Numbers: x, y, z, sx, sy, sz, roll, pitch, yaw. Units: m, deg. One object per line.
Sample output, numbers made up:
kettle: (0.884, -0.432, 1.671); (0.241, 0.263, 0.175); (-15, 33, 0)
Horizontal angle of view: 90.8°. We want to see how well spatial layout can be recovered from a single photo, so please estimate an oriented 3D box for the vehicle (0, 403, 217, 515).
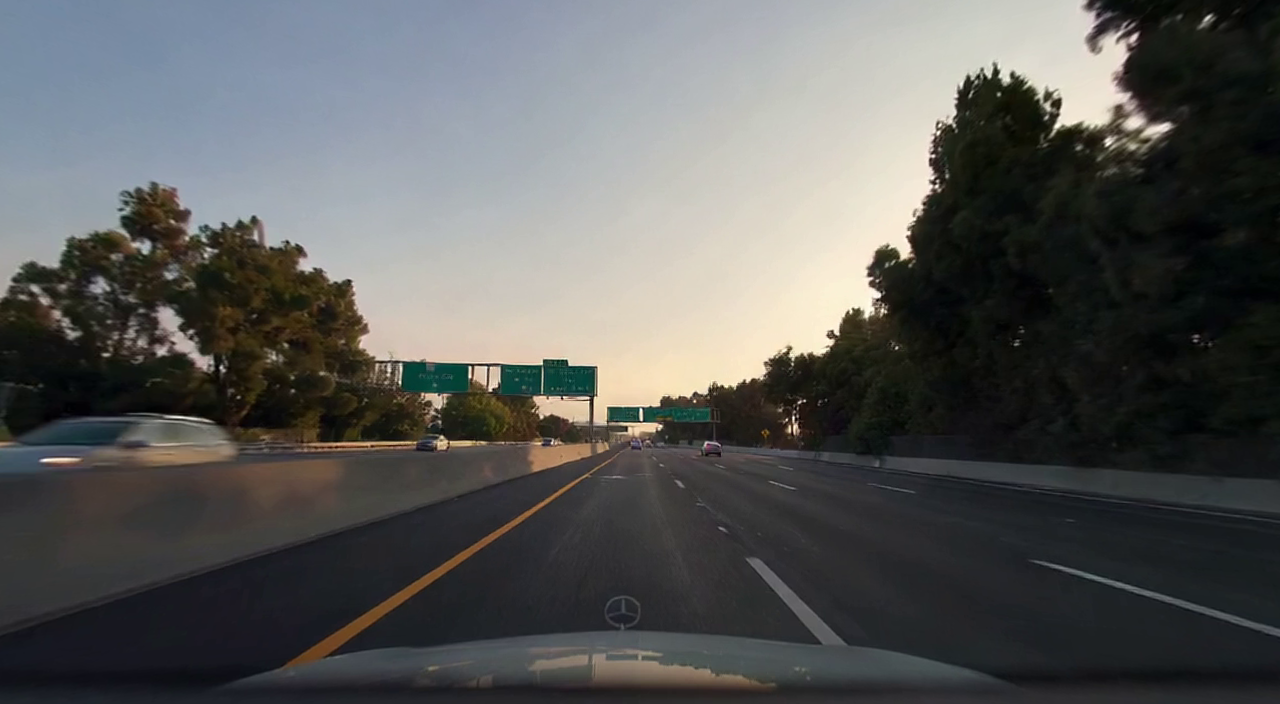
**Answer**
vehicle: (-9.407, 1.703, 10.279); (1.947, 1.466, 4.461); (0, -9, 0)
